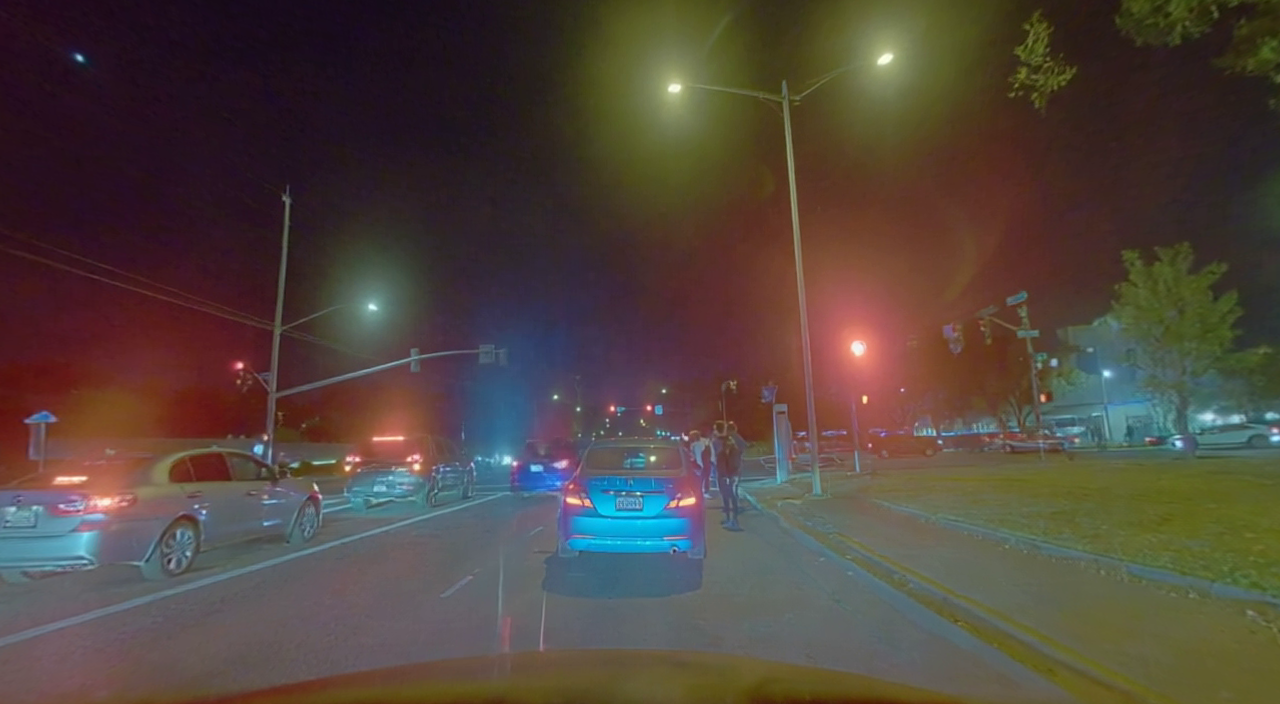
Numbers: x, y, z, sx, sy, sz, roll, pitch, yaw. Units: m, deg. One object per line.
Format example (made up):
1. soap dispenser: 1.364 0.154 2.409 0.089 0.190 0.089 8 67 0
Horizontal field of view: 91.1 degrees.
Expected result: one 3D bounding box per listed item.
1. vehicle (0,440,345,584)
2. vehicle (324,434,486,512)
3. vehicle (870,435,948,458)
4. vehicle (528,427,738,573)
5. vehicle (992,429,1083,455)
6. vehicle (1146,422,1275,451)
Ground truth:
1. vehicle: -6.343 2.062 9.021 1.948 1.530 4.283 0 -9 3
2. vehicle: -6.166 3.225 17.351 2.230 1.811 5.183 -1 -9 3
3. vehicle: 17.575 6.191 41.099 4.441 1.452 1.798 -5 -10 30
4. vehicle: -0.051 1.861 8.679 2.182 1.501 4.150 0 -9 1
5. vehicle: 23.788 5.436 37.754 4.454 1.440 1.816 -5 -10 30
6. vehicle: 30.521 4.589 33.811 4.739 1.472 1.804 -5 -10 29
